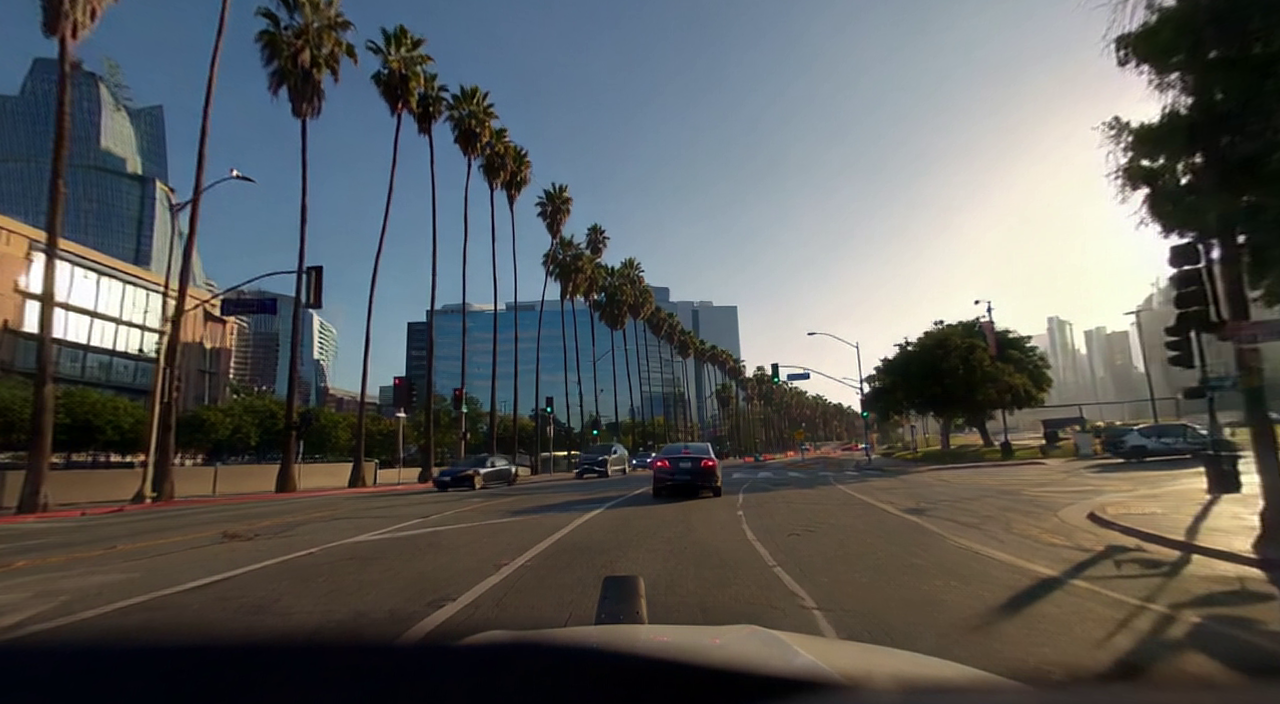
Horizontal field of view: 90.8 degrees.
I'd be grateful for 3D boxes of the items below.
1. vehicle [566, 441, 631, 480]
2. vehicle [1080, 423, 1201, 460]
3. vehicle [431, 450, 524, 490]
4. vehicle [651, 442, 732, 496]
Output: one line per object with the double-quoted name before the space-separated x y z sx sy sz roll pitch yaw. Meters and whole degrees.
"vehicle" -1.942 5.278 30.925 2.013 1.746 4.366 -2 -9 13
"vehicle" 26.859 4.818 33.950 5.049 1.861 2.081 1 -9 -9
"vehicle" -6.682 4.898 26.638 2.012 1.467 4.592 -2 -9 10
"vehicle" 1.714 3.556 19.608 2.096 1.492 4.071 -2 -9 10
